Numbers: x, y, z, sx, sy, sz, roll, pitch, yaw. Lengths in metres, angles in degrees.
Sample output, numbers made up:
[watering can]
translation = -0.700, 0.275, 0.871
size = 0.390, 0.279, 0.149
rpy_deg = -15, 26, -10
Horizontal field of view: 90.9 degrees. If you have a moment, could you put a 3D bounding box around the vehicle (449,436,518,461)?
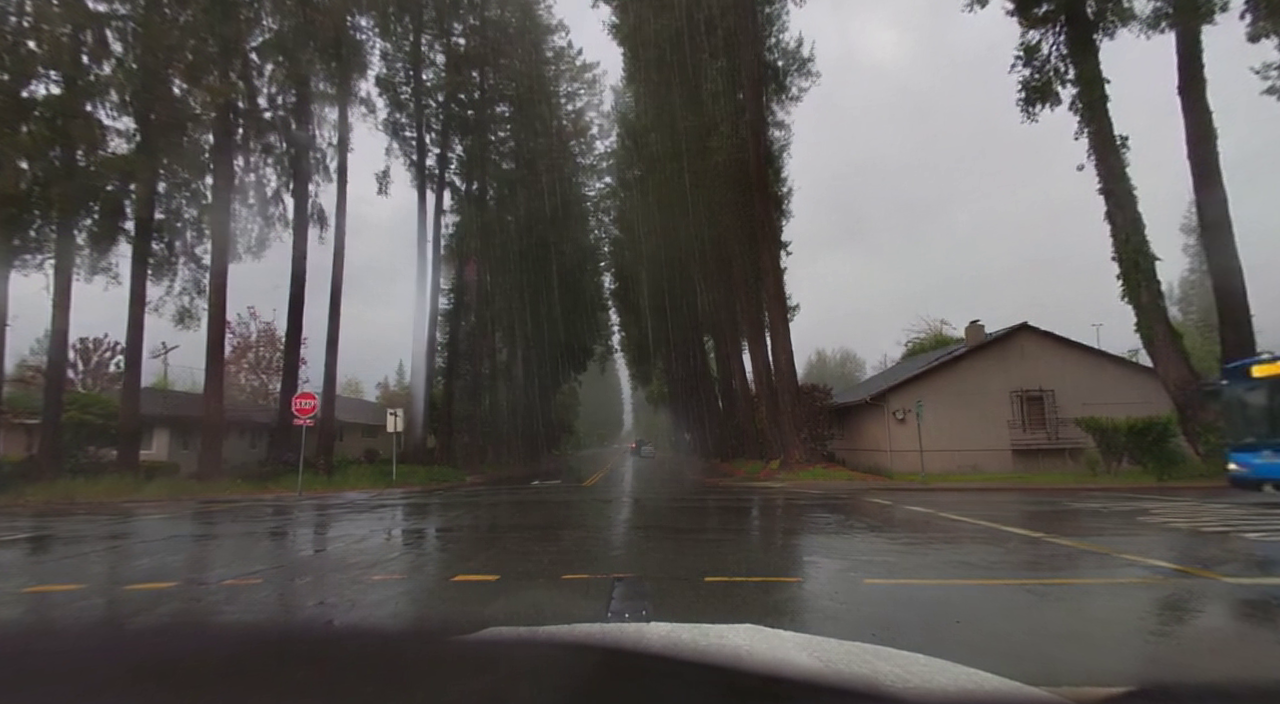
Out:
[vehicle]
translation = -11.686, 7.212, 47.245
size = 4.622, 1.782, 1.836
rpy_deg = 0, -8, 0
